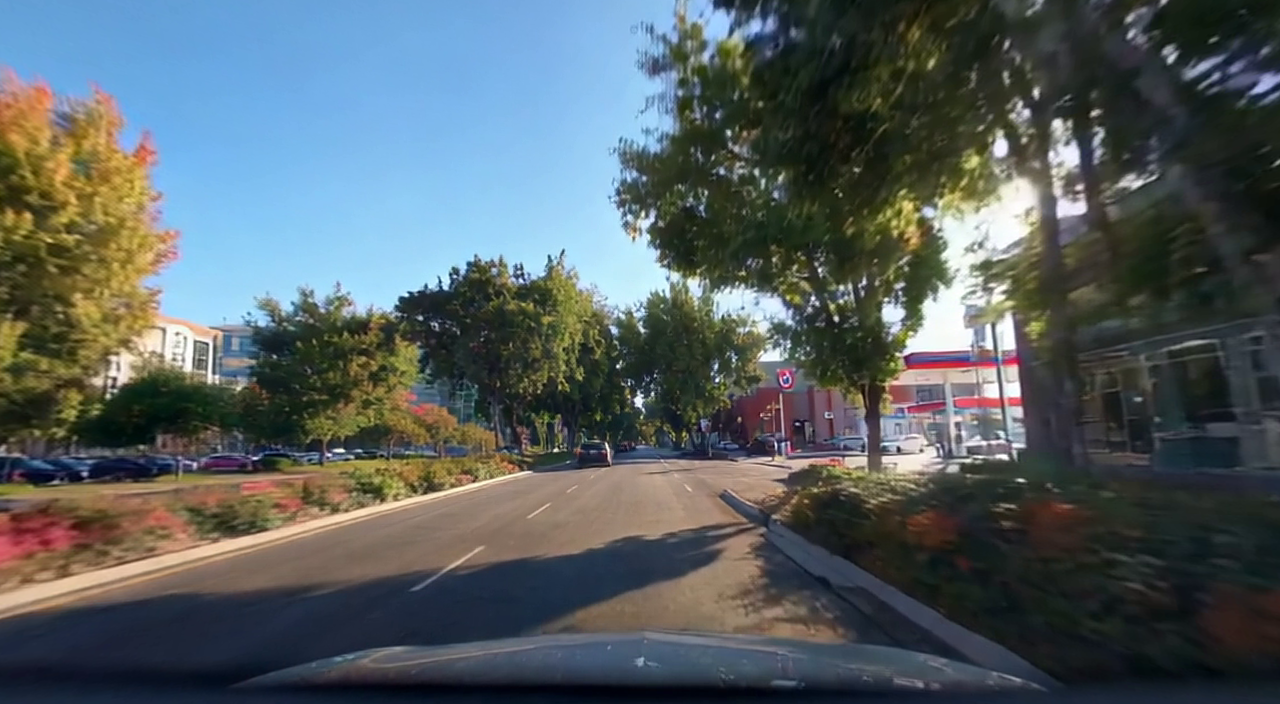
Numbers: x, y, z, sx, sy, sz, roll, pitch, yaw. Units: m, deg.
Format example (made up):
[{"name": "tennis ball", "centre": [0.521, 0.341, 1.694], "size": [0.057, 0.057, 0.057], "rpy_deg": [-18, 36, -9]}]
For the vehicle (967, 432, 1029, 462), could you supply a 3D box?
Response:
[{"name": "vehicle", "centre": [20.860, 5.538, 36.676], "size": [4.394, 1.624, 1.803], "rpy_deg": [8, -12, -43]}]

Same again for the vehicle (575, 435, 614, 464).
[{"name": "vehicle", "centre": [-2.972, 6.543, 42.391], "size": [2.196, 1.801, 4.542], "rpy_deg": [0, -8, 1]}]
